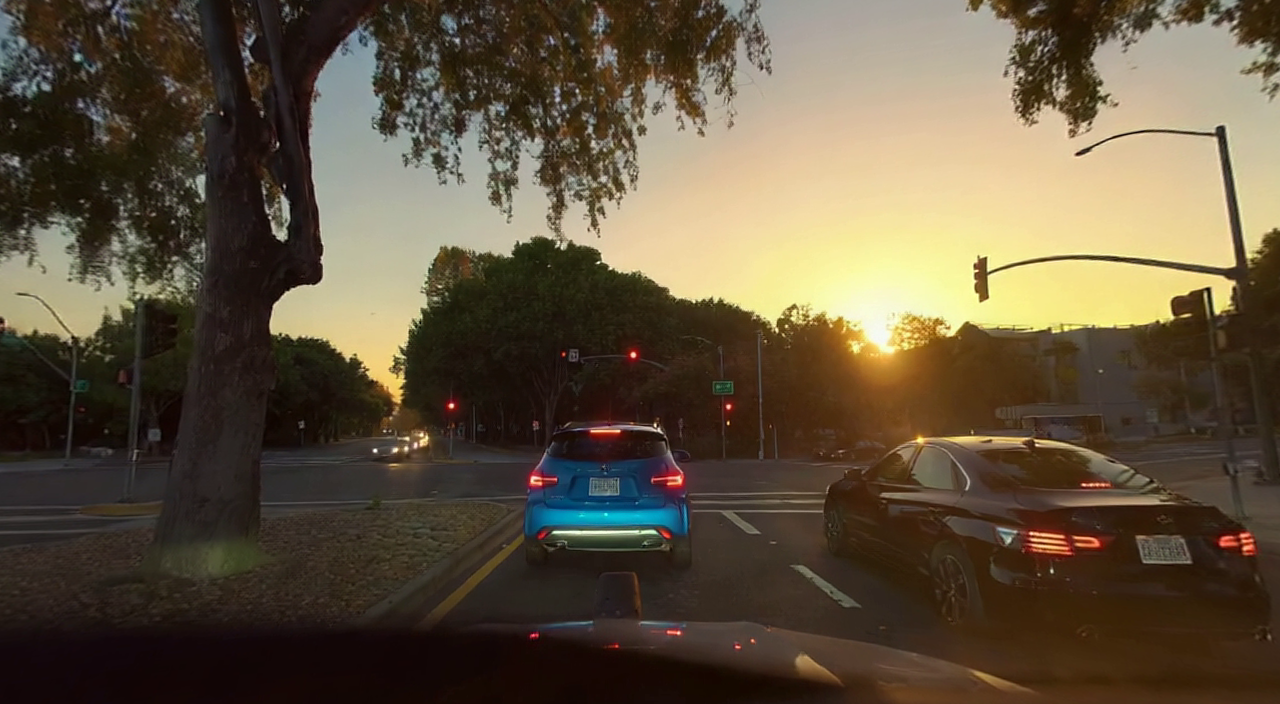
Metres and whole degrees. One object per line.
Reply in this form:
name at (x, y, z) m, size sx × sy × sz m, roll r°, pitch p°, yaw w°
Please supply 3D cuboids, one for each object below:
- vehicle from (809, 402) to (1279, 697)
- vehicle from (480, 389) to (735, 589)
vehicle at (3.165, 1.402, 5.763) m, size 1.932 × 1.562 × 4.629 m, roll 0°, pitch -9°, yaw -1°
vehicle at (-0.344, 1.526, 7.790) m, size 2.247 × 1.760 × 4.231 m, roll 0°, pitch -9°, yaw -2°
